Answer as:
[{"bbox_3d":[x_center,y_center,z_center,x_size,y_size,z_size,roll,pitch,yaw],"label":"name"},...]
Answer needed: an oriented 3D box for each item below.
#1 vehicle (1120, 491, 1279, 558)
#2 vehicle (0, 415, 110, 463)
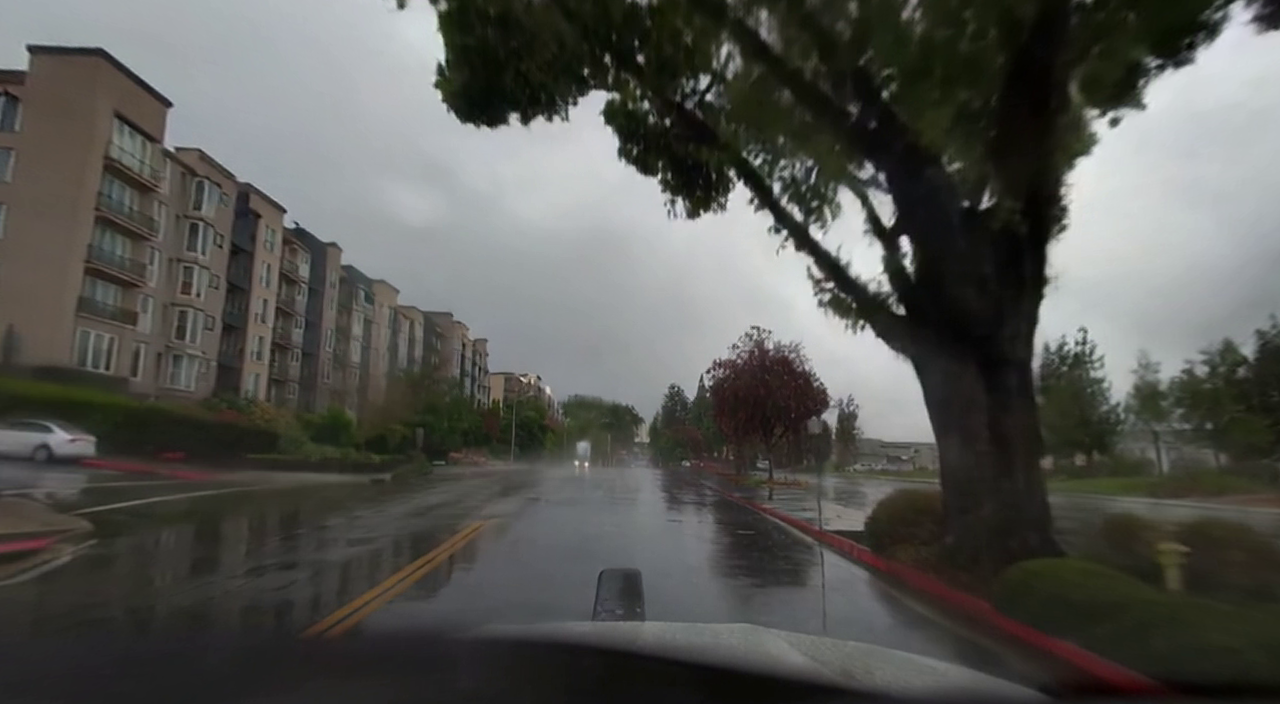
[{"bbox_3d":[21.077,6.268,23.500,2.322,1.818,4.871,1,-8,-5],"label":"vehicle"},{"bbox_3d":[-19.716,2.748,19.920,4.322,1.436,1.827,0,-8,0],"label":"vehicle"}]
